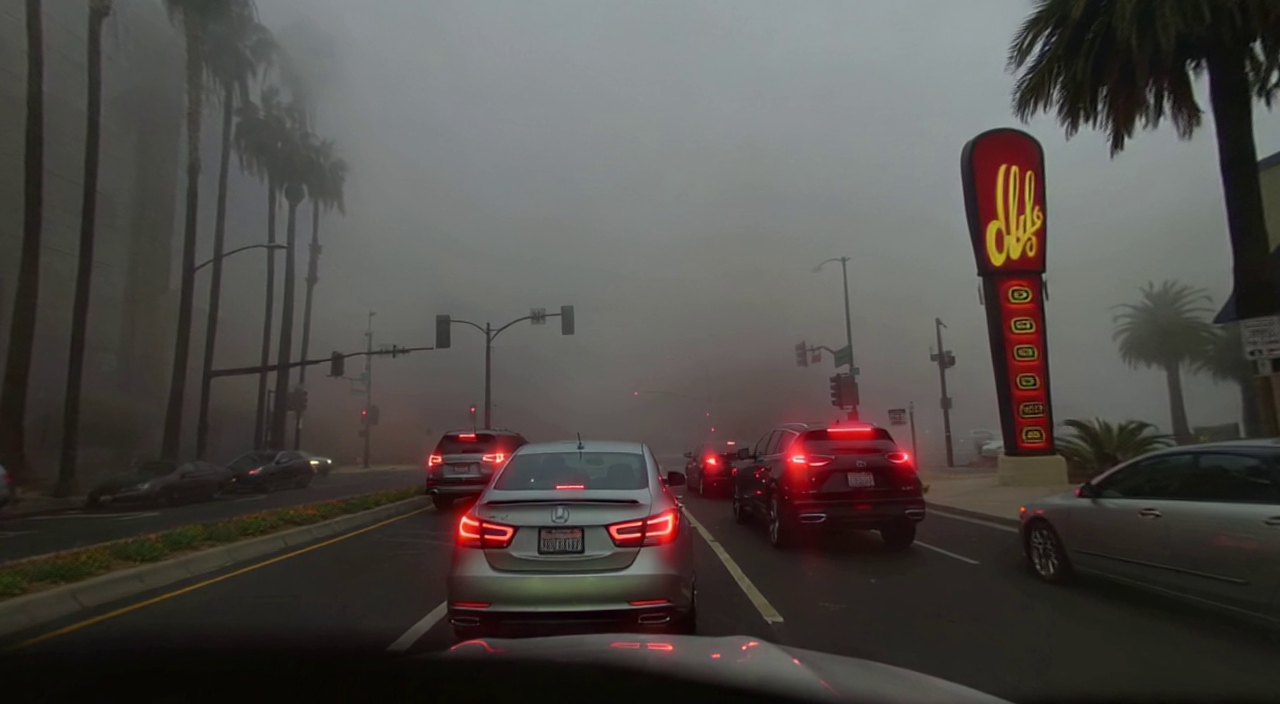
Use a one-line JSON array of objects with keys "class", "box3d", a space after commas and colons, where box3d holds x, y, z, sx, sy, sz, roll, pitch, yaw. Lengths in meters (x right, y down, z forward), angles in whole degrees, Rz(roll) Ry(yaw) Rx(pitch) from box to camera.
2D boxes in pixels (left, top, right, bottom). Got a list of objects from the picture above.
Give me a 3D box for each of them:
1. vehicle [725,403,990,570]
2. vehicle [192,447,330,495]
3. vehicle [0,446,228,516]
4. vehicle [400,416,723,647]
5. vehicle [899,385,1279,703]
[{"class": "vehicle", "box3d": [2.638, 1.770, 9.060, 2.096, 1.775, 4.440, 0, -9, -1]}, {"class": "vehicle", "box3d": [-12.861, 4.026, 21.872, 1.856, 1.455, 4.700, 0, -9, 0]}, {"class": "vehicle", "box3d": [-12.864, 3.134, 15.938, 1.870, 1.475, 4.531, 0, -9, 0]}, {"class": "vehicle", "box3d": [-0.521, 1.478, 6.224, 2.096, 1.492, 4.071, 0, -9, 0]}, {"class": "vehicle", "box3d": [2.622, 0.811, 1.476, 2.085, 1.469, 4.458, 0, -9, -1]}]
